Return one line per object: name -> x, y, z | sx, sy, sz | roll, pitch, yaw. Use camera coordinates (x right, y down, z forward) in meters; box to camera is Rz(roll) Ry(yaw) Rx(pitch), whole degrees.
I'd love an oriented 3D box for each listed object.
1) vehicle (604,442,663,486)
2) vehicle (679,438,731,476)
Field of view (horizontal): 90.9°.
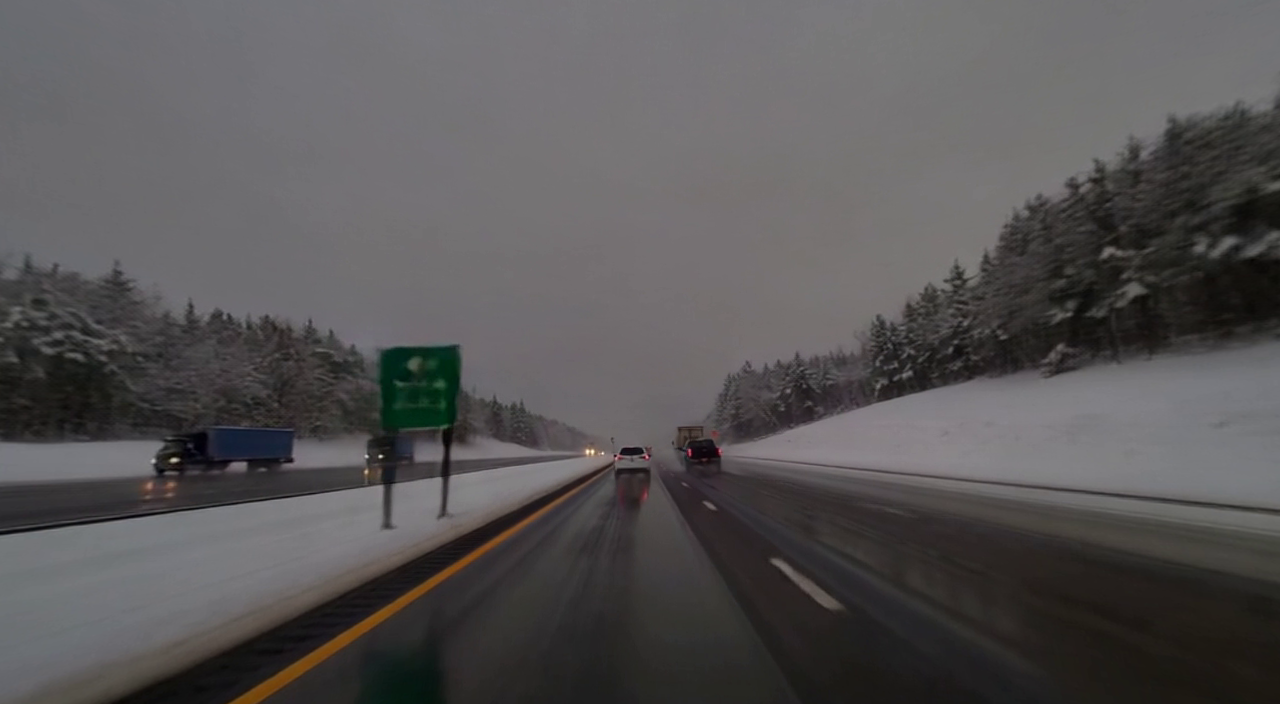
vehicle -> -0.224, 4.028, 22.855 | 1.970, 1.441, 3.846 | 0, -9, 0
vehicle -> 3.081, 5.091, 30.803 | 2.048, 1.704, 4.284 | 0, -9, -1
